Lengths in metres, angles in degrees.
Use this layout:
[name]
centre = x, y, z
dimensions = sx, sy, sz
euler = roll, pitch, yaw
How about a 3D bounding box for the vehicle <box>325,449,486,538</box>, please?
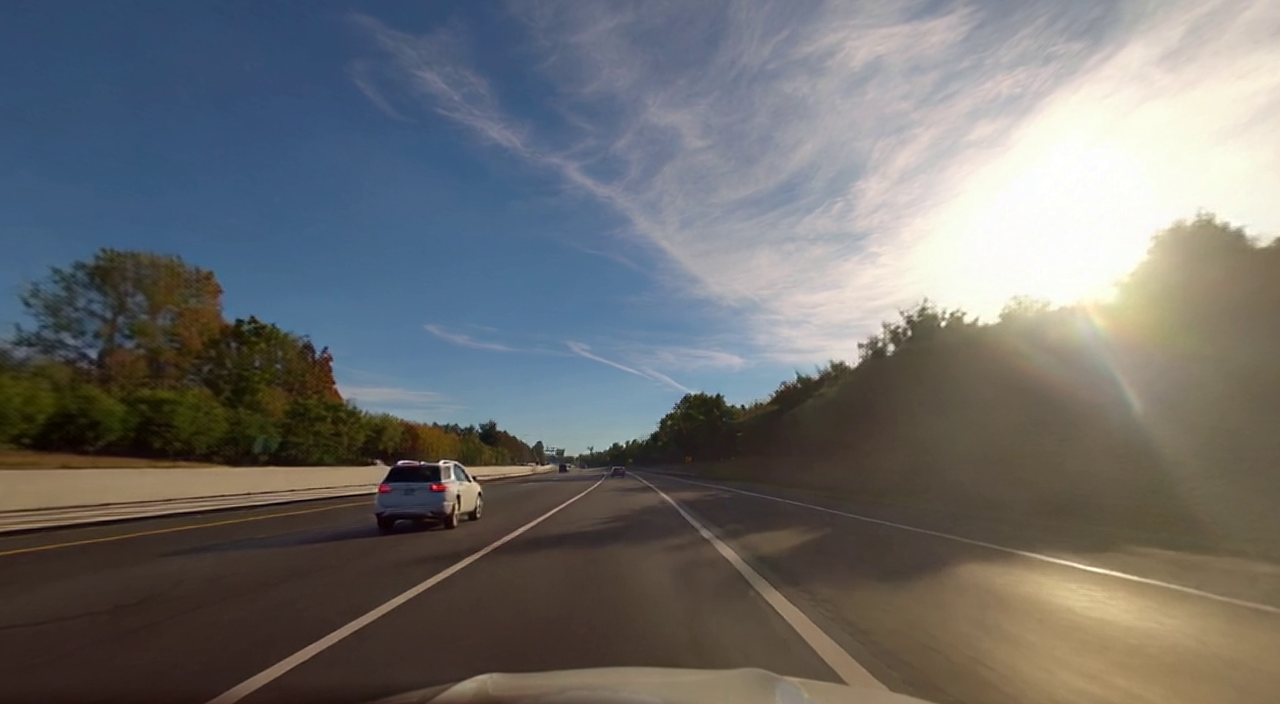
[vehicle]
centre = -4.773, 2.945, 13.486
dimensions = 2.025, 1.584, 3.657
euler = 1, -10, 0
